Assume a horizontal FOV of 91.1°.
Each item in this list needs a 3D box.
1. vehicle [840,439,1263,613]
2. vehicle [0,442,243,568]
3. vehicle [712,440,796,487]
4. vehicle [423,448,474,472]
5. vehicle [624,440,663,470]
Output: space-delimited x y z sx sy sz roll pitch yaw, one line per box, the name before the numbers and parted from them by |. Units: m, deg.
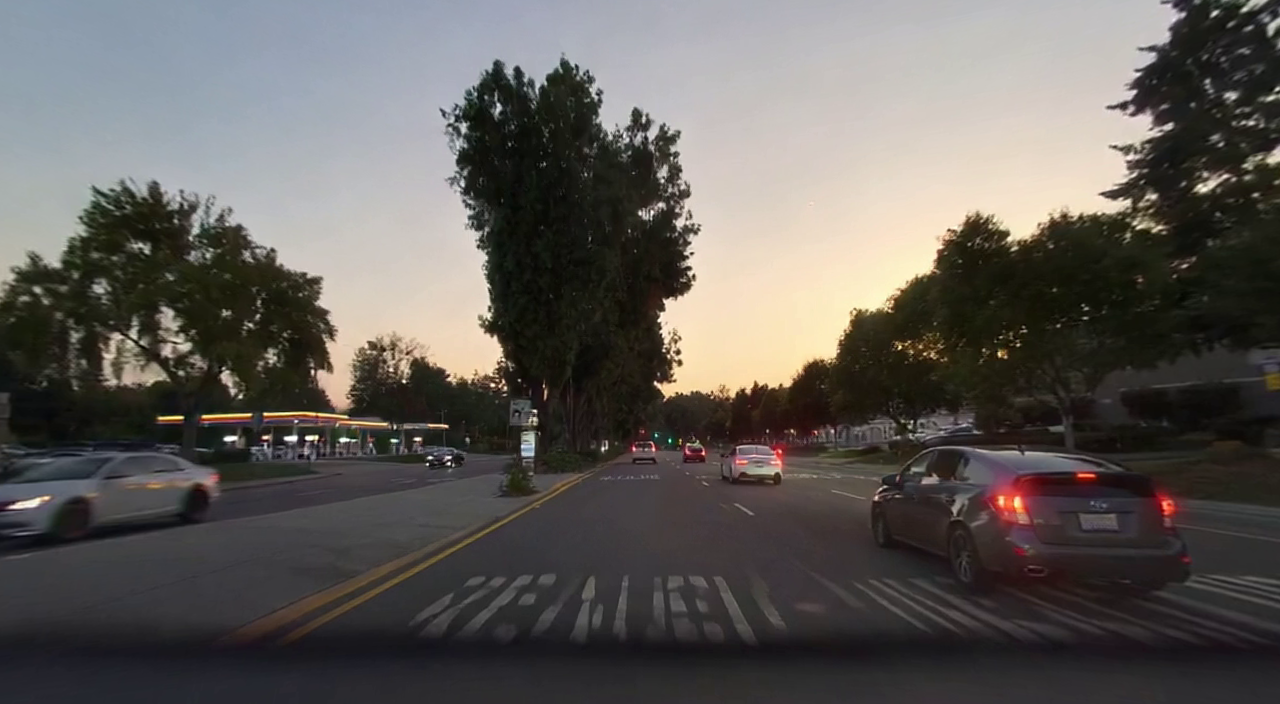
vehicle | 4.116 1.768 7.492 1.944 1.404 4.597 0 -9 0
vehicle | -8.624 2.156 9.688 1.996 1.496 4.508 0 -8 1
vehicle | 3.968 3.962 22.752 2.119 1.509 4.756 0 -9 0
vehicle | -12.994 7.327 42.886 1.937 1.501 4.520 0 -8 1
vehicle | 0.244 6.092 37.330 2.172 1.694 4.055 0 -8 2
